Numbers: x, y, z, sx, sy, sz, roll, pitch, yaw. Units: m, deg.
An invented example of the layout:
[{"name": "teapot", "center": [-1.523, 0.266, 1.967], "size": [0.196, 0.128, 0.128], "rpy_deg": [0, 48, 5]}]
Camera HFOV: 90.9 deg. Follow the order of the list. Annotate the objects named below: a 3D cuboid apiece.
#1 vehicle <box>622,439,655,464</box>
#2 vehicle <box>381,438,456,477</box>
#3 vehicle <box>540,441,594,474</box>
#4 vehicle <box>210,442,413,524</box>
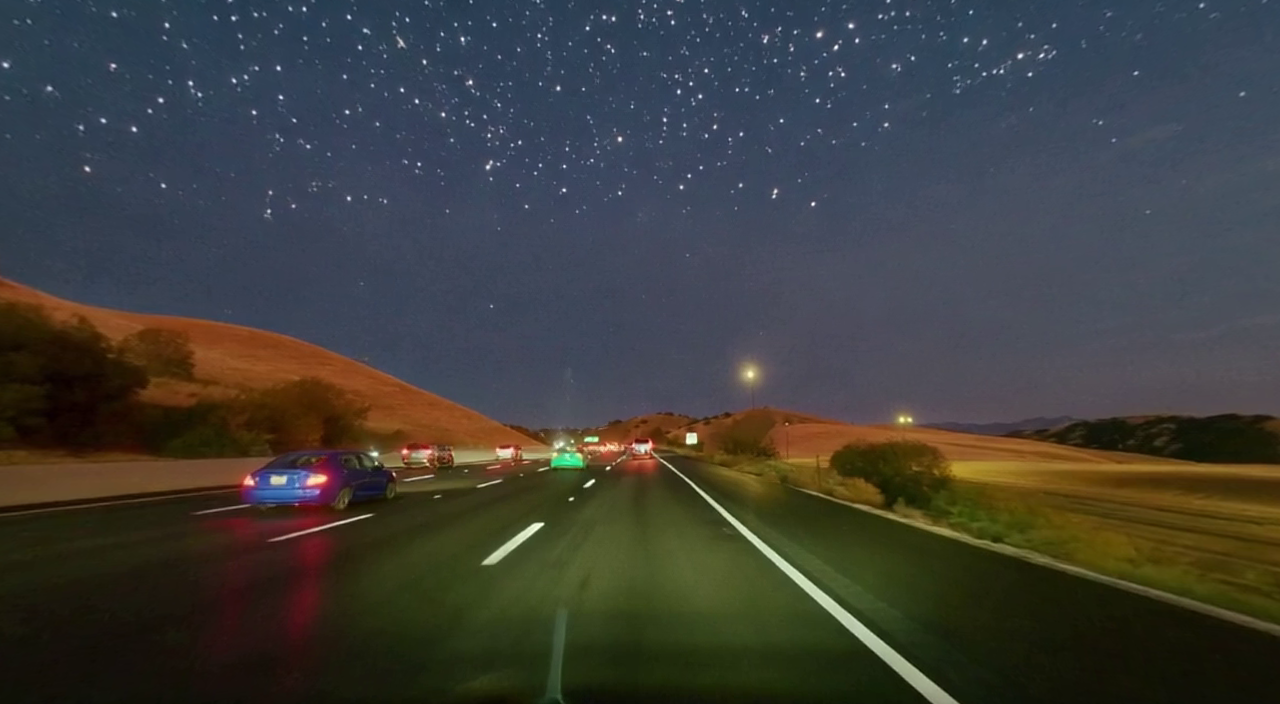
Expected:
[{"name": "vehicle", "center": [-0.108, 7.080, 45.168], "size": [2.225, 1.674, 4.044], "rpy_deg": [0, -8, -1]}, {"name": "vehicle", "center": [-10.715, 5.127, 30.928], "size": [2.025, 1.750, 4.505], "rpy_deg": [0, -8, 0]}, {"name": "vehicle", "center": [-3.587, 5.293, 31.861], "size": [2.144, 1.505, 4.649], "rpy_deg": [0, -8, 1]}, {"name": "vehicle", "center": [-6.679, 2.658, 13.489], "size": [1.991, 1.441, 4.265], "rpy_deg": [0, -8, 1]}]
